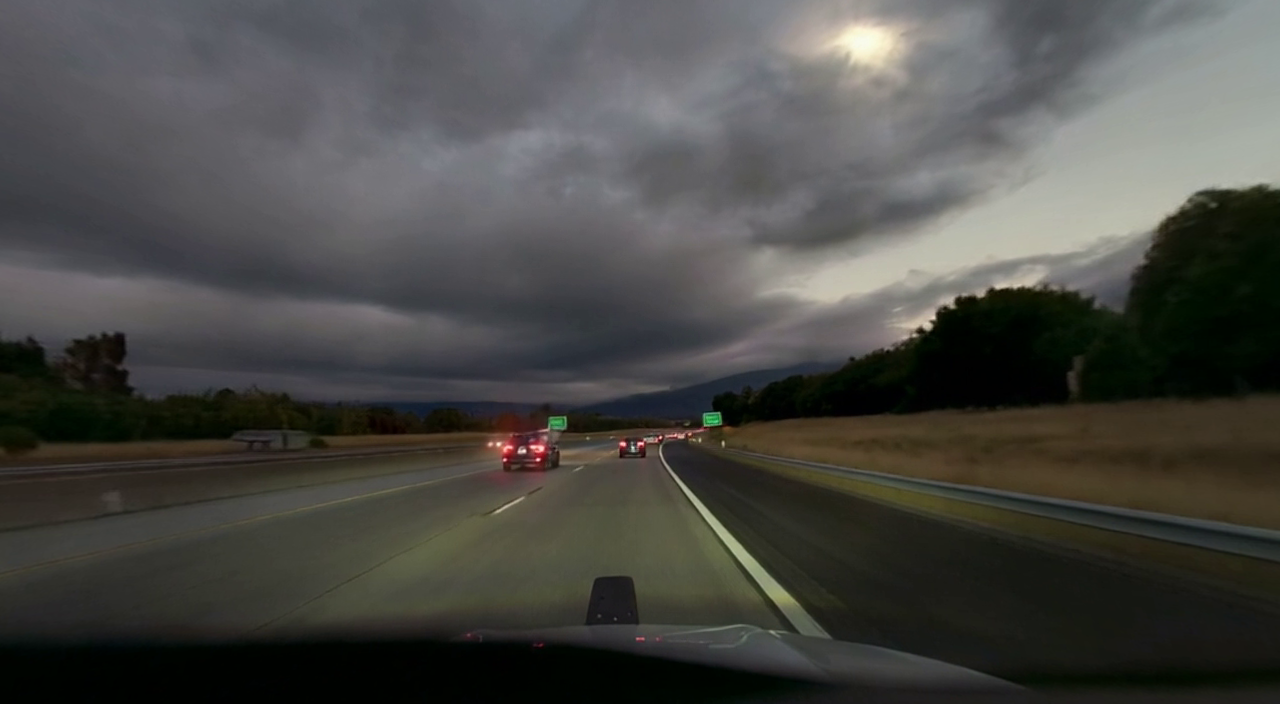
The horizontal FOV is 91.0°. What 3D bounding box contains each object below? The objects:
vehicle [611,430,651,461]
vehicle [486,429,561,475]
[{"bbox_3d":[-0.493,5.407,36.361,2.146,1.636,4.026,-1,-8,0],"label":"vehicle"},{"bbox_3d":[-4.550,3.987,25.259,2.075,1.653,4.317,-1,-8,1],"label":"vehicle"}]
